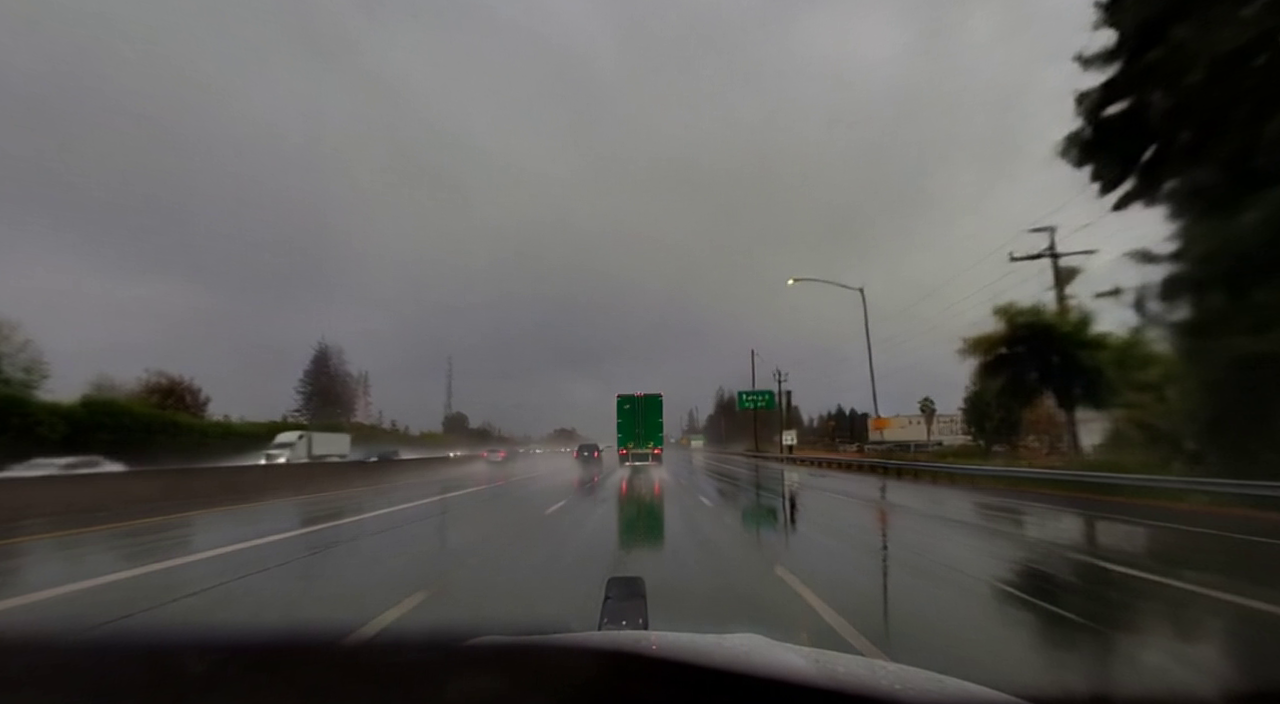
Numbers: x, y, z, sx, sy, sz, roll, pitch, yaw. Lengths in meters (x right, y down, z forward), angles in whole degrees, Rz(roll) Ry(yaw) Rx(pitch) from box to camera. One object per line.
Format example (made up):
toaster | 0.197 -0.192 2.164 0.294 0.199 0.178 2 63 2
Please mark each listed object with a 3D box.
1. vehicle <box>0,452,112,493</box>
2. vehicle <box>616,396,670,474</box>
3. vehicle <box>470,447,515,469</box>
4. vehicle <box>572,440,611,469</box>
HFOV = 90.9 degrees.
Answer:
vehicle | -25.329 4.992 26.511 1.851 1.529 5.041 0 -9 0
vehicle | 0.241 5.414 40.293 2.879 4.085 13.125 0 -9 1
vehicle | -10.554 7.595 45.404 2.012 1.509 4.789 0 -9 1
vehicle | -3.371 7.231 44.786 2.293 1.923 5.141 0 -9 0
